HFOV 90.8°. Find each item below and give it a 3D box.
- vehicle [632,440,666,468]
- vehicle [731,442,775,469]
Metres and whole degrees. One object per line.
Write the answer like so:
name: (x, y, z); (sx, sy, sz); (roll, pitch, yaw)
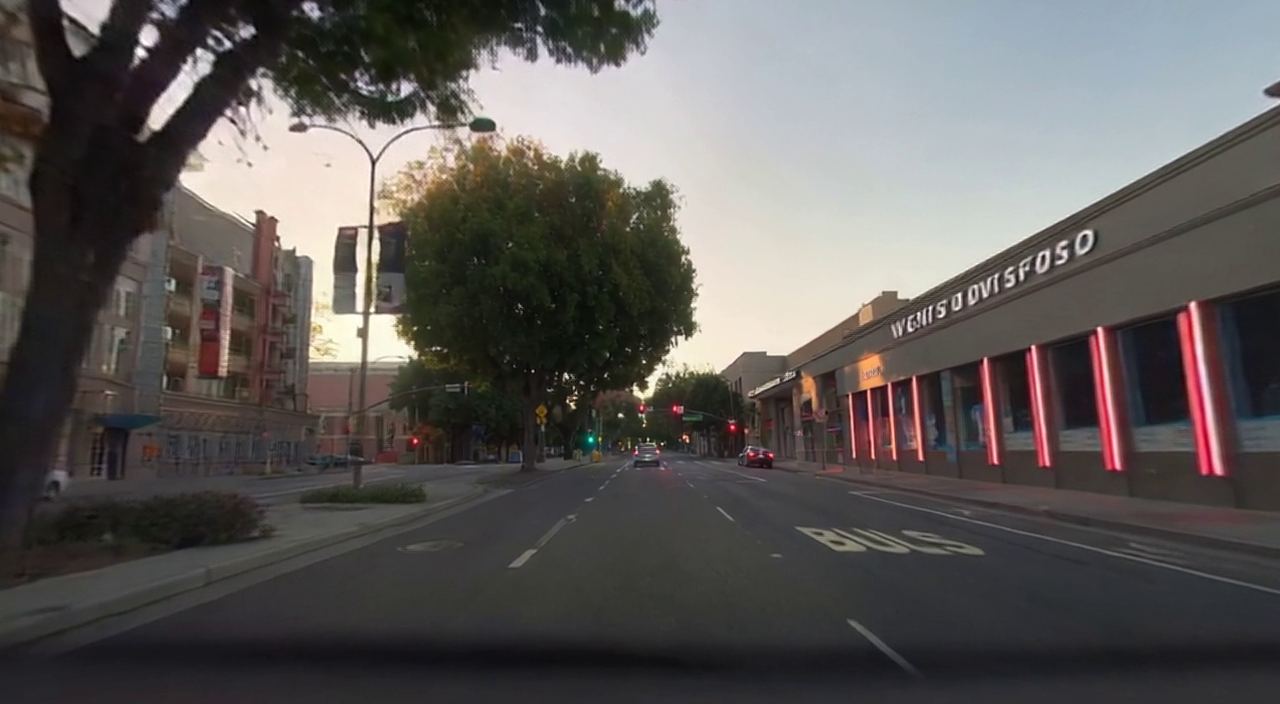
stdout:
vehicle: (0.617, 6.878, 42.774); (2.223, 1.775, 4.250); (0, -8, 1)
vehicle: (7.762, 7.141, 43.736); (1.987, 1.772, 4.749); (0, -8, -2)
